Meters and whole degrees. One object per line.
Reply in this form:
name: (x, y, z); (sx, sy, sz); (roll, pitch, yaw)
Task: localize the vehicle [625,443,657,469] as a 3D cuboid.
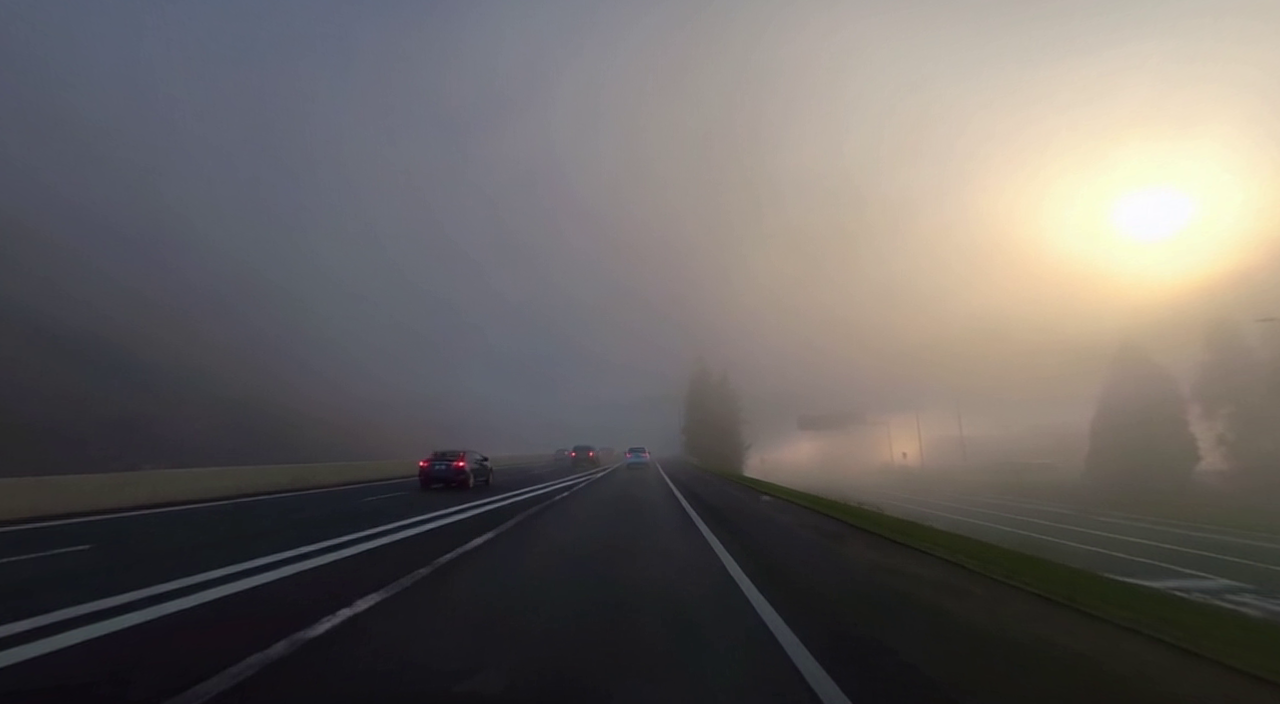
vehicle: (0.143, 7.421, 45.270); (2.179, 1.742, 4.396); (-1, -9, 2)

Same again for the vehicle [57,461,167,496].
vehicle: (-26.426, 6.324, 31.849); (1.771, 1.489, 4.222); (-1, -9, 2)

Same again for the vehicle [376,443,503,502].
vehicle: (-5.966, 3.638, 19.549); (2.102, 1.562, 4.884); (-1, -9, 3)
